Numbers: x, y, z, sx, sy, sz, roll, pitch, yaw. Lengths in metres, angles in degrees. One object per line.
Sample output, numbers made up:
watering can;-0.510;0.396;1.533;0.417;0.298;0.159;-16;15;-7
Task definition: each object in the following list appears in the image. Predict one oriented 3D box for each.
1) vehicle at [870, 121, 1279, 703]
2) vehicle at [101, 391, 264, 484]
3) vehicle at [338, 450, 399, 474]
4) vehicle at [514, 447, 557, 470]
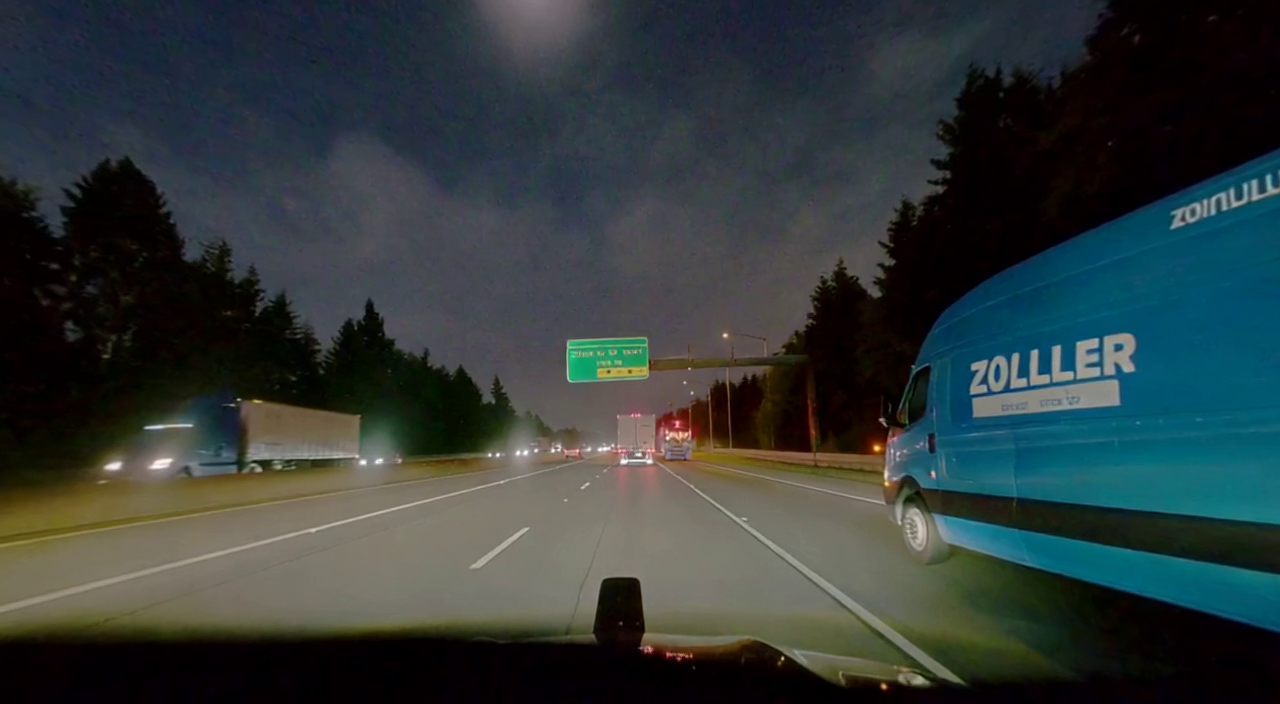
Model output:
vehicle;3.845;0.598;4.052;2.338;2.690;6.025;0;-9;-1
vehicle;-21.063;4.048;29.588;2.997;3.912;5.928;0;-9;0
vehicle;-17.403;7.020;40.629;1.945;1.440;4.397;0;-9;0
vehicle;-6.999;7.187;42.724;2.069;1.495;4.698;0;-9;0
